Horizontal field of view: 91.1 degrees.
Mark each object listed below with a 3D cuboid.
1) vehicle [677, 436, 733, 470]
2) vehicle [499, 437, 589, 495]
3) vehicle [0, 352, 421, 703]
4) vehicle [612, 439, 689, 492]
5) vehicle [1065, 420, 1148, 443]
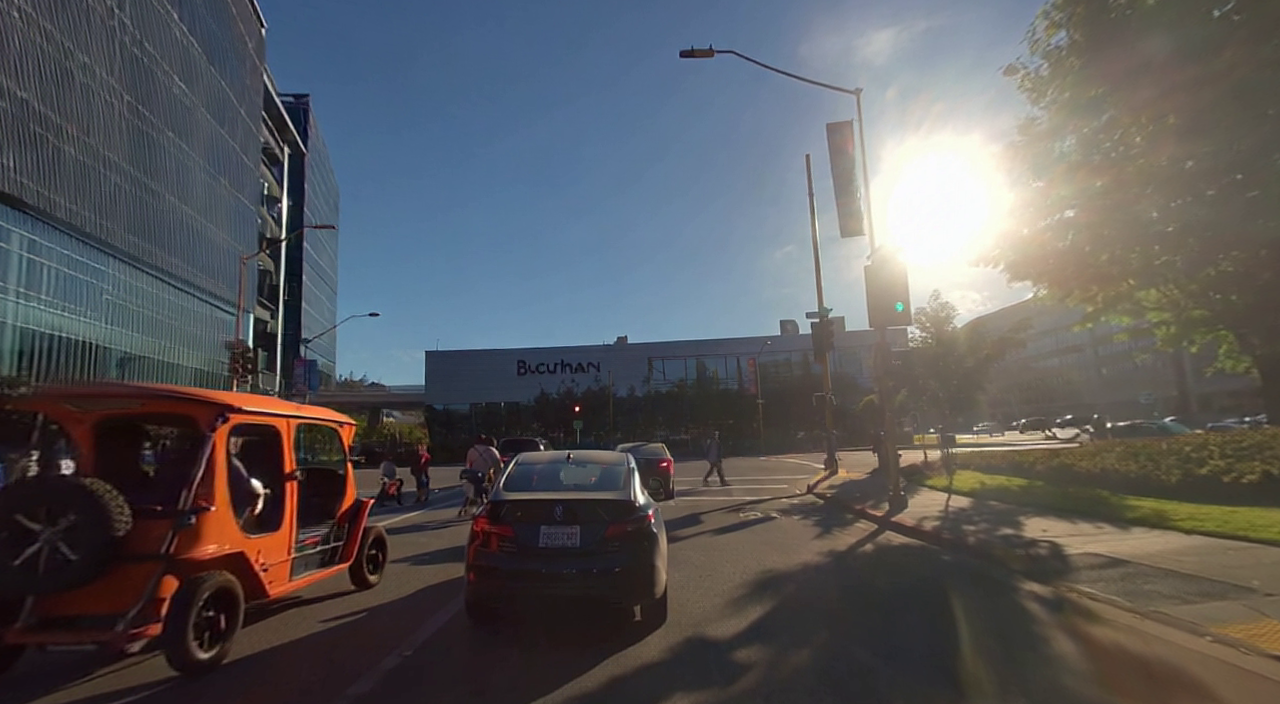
[{"bbox_3d":[3.529,5.367,33.458,2.082,1.671,3.992,-3,-9,20],"label":"vehicle"},{"bbox_3d":[-2.903,3.549,19.866,1.935,1.615,4.073,-1,-8,4],"label":"vehicle"},{"bbox_3d":[-3.586,1.225,5.042,2.000,1.809,4.405,0,-8,1],"label":"vehicle"},{"bbox_3d":[0.434,3.498,19.739,2.025,1.458,4.085,-1,-8,6],"label":"vehicle"},{"bbox_3d":[30.732,5.282,41.432,1.751,1.420,4.027,8,-12,-42],"label":"vehicle"}]
